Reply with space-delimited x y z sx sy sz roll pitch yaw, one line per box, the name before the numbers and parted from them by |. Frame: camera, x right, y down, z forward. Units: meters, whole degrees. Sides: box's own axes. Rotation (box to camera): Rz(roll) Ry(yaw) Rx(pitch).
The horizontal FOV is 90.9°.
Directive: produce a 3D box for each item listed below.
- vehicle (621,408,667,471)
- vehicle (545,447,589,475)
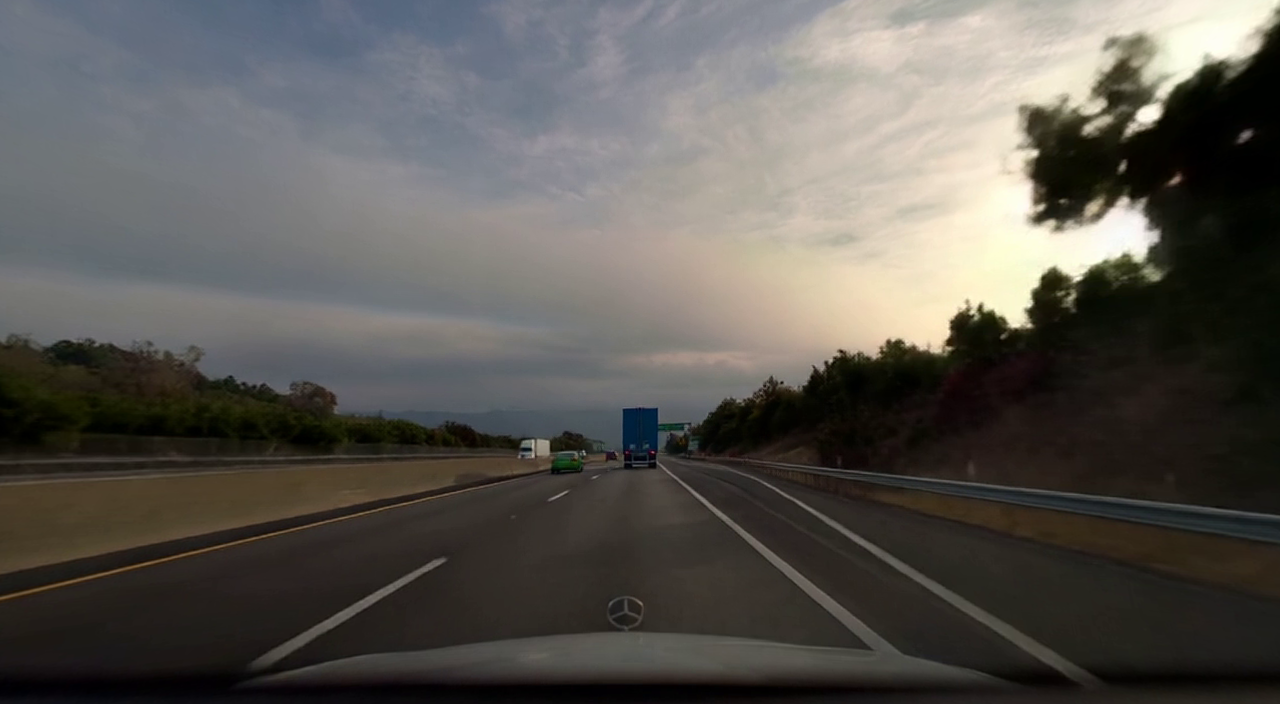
vehicle | 0.254 6.291 44.934 2.899 3.966 10.053 0 -9 0
vehicle | -4.366 6.590 38.398 2.051 1.538 4.569 0 -9 1
